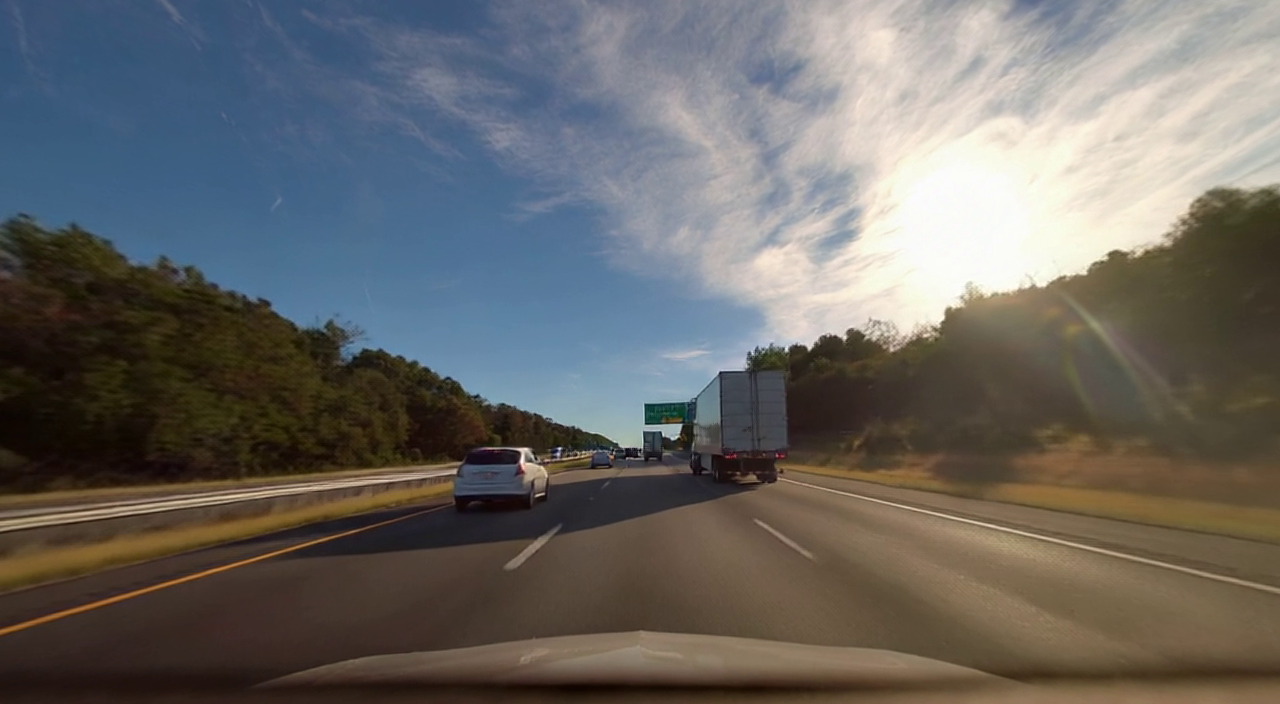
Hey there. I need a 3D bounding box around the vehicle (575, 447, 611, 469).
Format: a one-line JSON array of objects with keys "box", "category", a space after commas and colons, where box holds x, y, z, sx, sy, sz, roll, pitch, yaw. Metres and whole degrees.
[{"box": [-3.263, 7.457, 44.480, 2.121, 1.445, 4.651, 0, -9, 1], "category": "vehicle"}]

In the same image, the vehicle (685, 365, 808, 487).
[{"box": [4.087, 3.597, 28.433, 2.974, 4.083, 14.389, 0, -9, 0], "category": "vehicle"}]

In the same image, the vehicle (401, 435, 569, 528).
[{"box": [-2.863, 2.548, 13.045, 2.104, 1.526, 4.940, 0, -9, 2], "category": "vehicle"}]
